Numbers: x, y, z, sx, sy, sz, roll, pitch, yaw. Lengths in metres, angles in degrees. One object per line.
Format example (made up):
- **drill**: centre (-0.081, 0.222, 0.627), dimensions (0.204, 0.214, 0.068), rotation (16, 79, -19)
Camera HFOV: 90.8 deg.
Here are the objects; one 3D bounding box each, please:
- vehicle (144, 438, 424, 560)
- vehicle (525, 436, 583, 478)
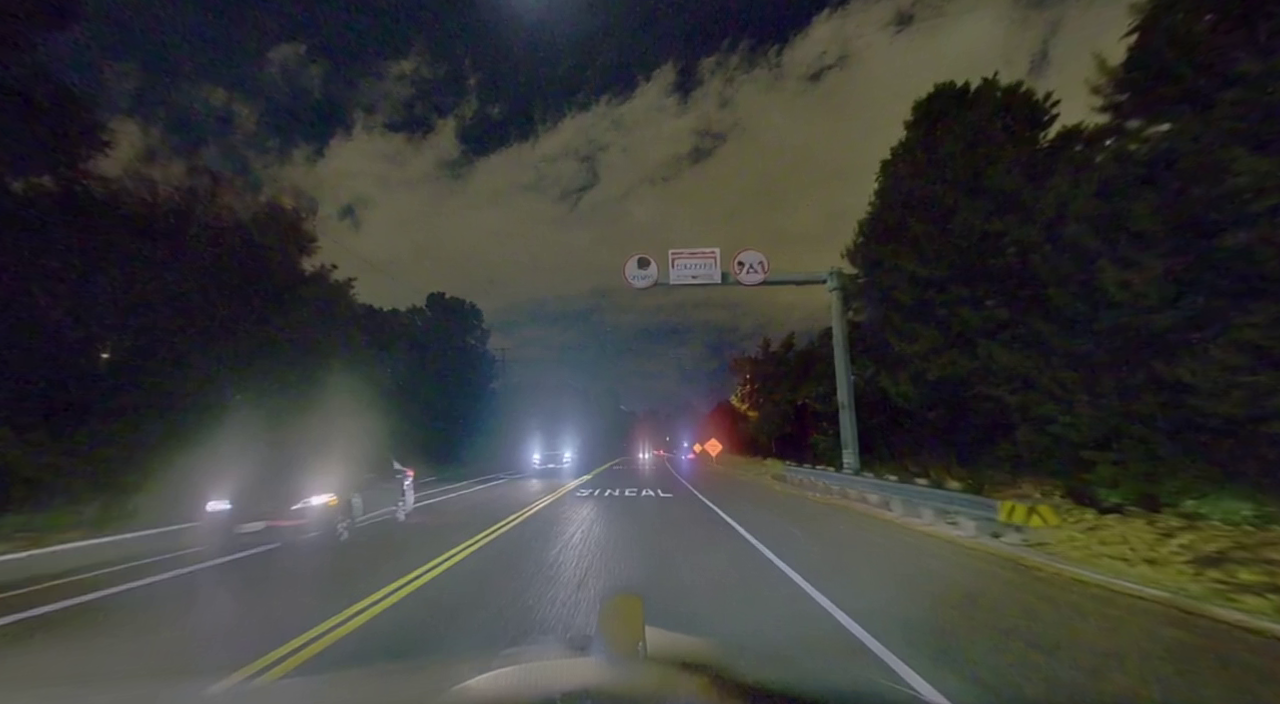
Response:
- **vehicle**: centre (-5.264, 2.199, 10.238), dimensions (2.023, 1.511, 4.355), rotation (0, -9, -1)
- **vehicle**: centre (-3.955, 4.894, 29.655), dimensions (2.018, 1.702, 4.423), rotation (-3, -9, 1)
